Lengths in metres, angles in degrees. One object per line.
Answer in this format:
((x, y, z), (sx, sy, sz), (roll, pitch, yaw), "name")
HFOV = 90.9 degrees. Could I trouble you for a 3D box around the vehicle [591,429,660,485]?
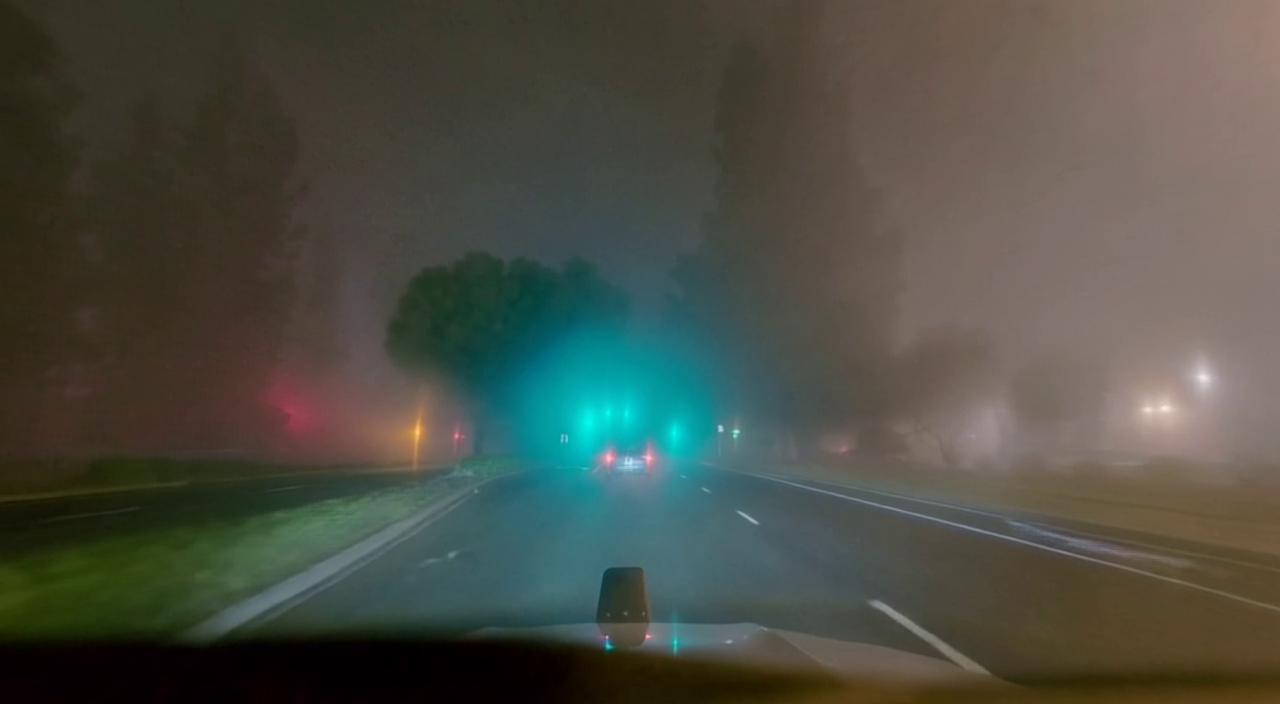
((-0.515, 3.688, 22.333), (2.192, 1.734, 4.176), (1, -9, -1), "vehicle")
